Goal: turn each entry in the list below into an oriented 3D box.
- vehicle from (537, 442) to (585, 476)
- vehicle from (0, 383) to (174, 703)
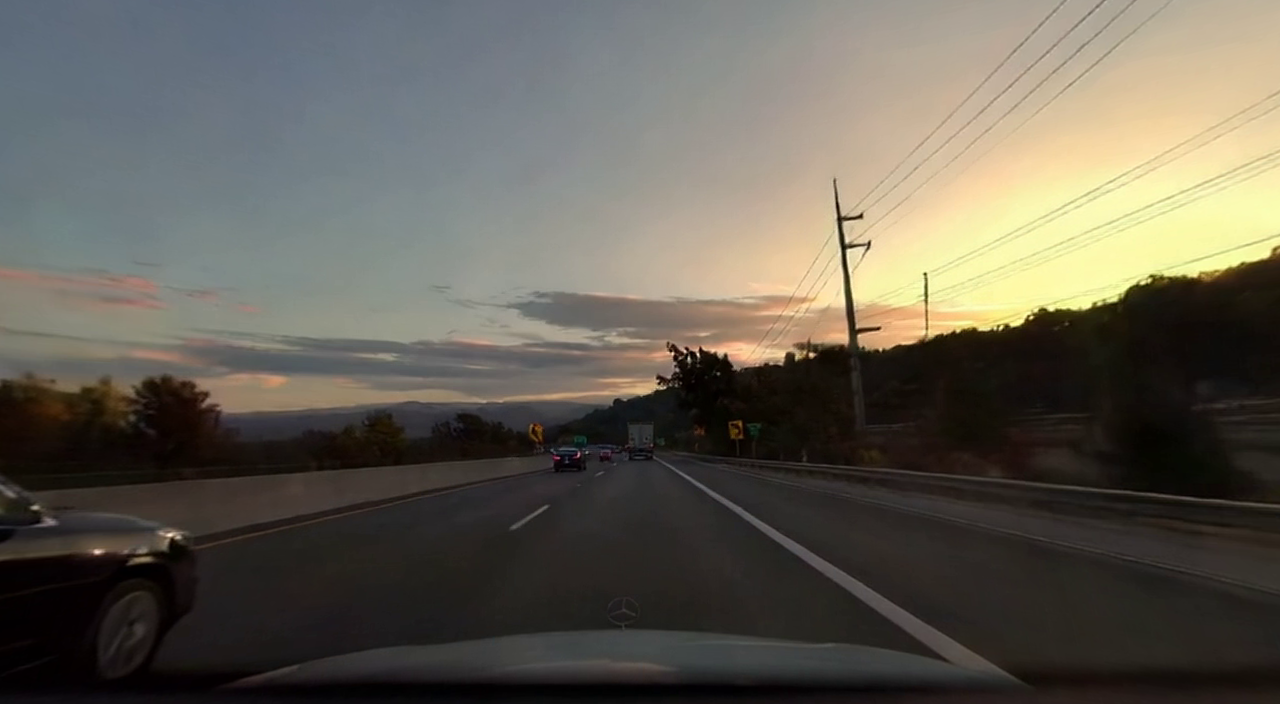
[{"bbox_3d":[-4.258,5.836,34.722,2.111,1.735,4.066,0,-9,0],"label":"vehicle"},{"bbox_3d":[-3.903,0.763,1.283,2.049,1.697,4.998,0,-9,0],"label":"vehicle"}]
